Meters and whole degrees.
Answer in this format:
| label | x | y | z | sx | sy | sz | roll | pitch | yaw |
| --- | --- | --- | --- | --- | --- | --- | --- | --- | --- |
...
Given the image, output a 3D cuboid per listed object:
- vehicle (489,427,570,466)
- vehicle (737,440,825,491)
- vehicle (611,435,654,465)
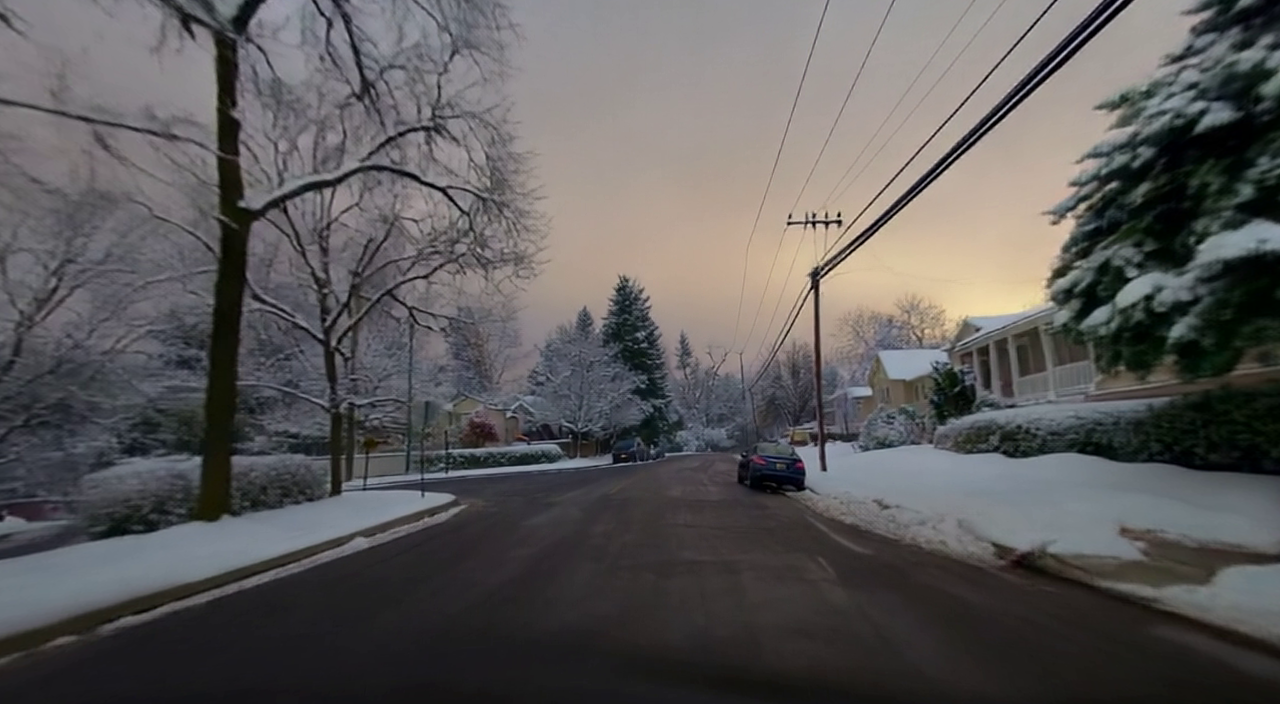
| label | x | y | z | sx | sy | sz | roll | pitch | yaw |
| --- | --- | --- | --- | --- | --- | --- | --- | --- | --- |
| vehicle | -8.321 | 7.127 | 47.600 | 5.828 | 2.818 | 2.231 | 2 | -9 | -12 |
| vehicle | 4.567 | 3.749 | 21.272 | 2.151 | 1.468 | 5.066 | -1 | -8 | 4 |
| vehicle | -0.428 | 6.862 | 44.178 | 2.463 | 1.951 | 5.794 | -1 | -8 | 5 |
